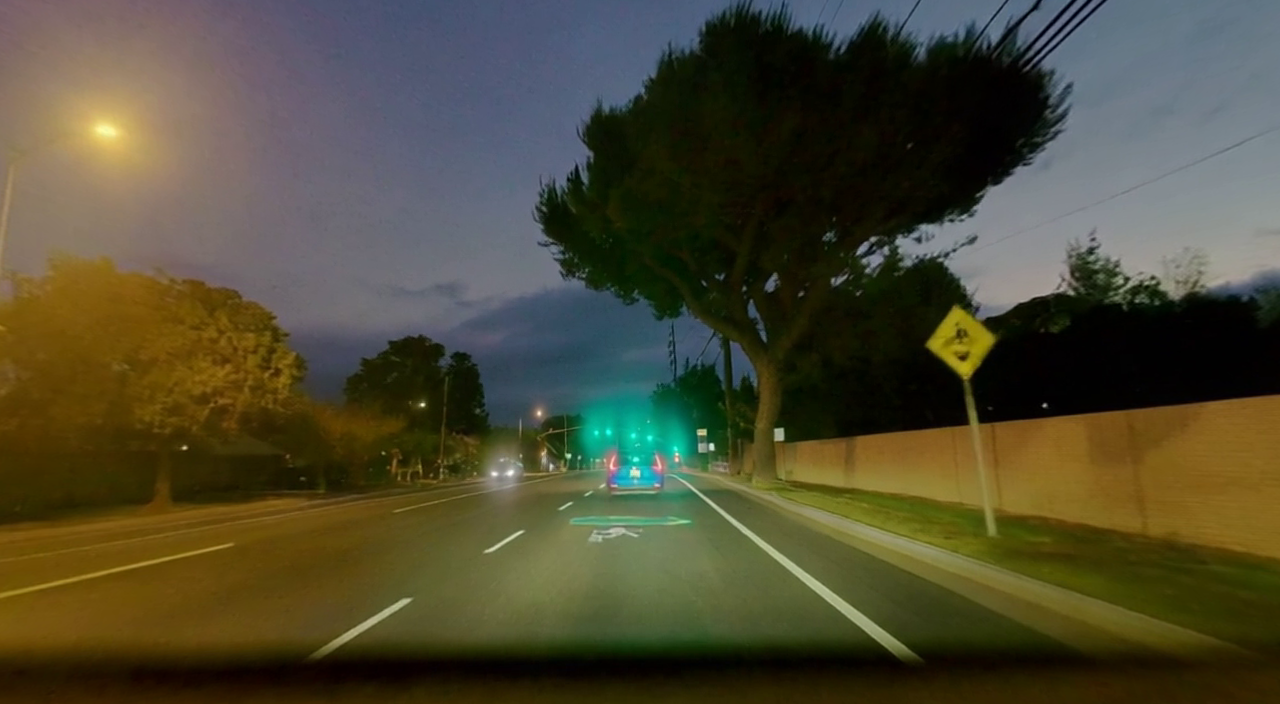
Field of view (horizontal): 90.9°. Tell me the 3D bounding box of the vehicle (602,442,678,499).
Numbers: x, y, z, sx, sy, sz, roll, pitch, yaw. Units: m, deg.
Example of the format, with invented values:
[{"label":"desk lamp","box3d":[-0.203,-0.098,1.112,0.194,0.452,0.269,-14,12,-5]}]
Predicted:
[{"label":"vehicle","box3d":[-0.007,3.769,20.528,2.200,1.653,4.127,0,-8,0]}]
